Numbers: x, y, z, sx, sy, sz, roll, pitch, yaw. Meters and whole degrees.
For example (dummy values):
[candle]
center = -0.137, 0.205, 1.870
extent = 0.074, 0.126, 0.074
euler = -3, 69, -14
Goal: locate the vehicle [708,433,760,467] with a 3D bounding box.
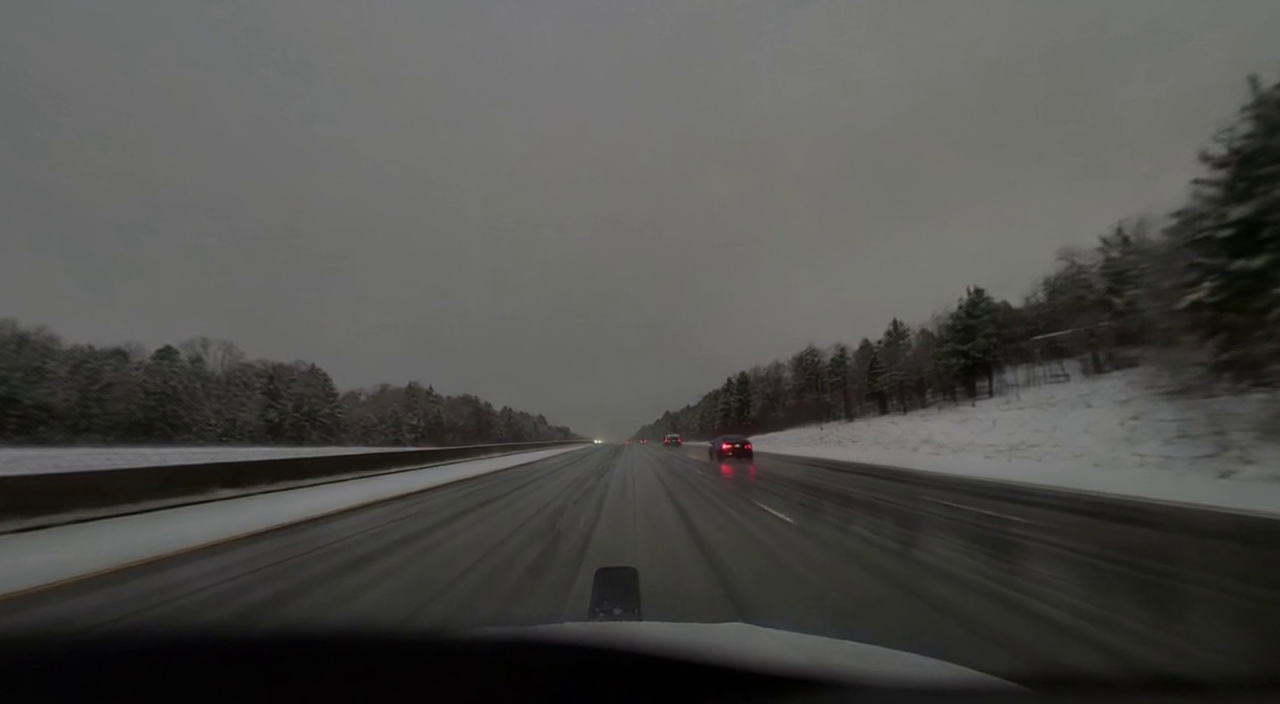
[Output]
[vehicle]
center = 4.392, 4.613, 29.934
extent = 1.802, 1.492, 3.804
euler = 0, -8, -1
